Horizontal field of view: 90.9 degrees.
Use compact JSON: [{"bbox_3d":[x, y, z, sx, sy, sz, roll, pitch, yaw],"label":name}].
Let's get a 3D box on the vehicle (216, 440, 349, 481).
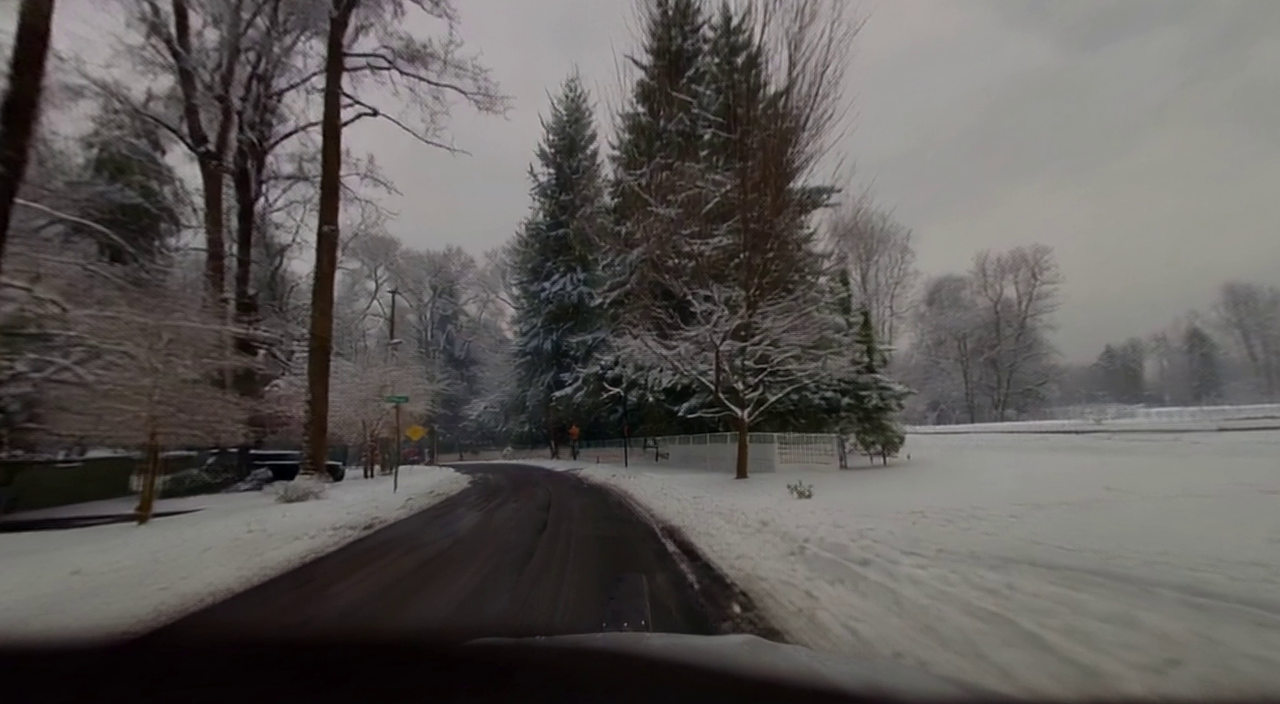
[{"bbox_3d":[-15.151,4.599,26.934,4.471,1.638,1.877,1,-8,-10],"label":"vehicle"}]
